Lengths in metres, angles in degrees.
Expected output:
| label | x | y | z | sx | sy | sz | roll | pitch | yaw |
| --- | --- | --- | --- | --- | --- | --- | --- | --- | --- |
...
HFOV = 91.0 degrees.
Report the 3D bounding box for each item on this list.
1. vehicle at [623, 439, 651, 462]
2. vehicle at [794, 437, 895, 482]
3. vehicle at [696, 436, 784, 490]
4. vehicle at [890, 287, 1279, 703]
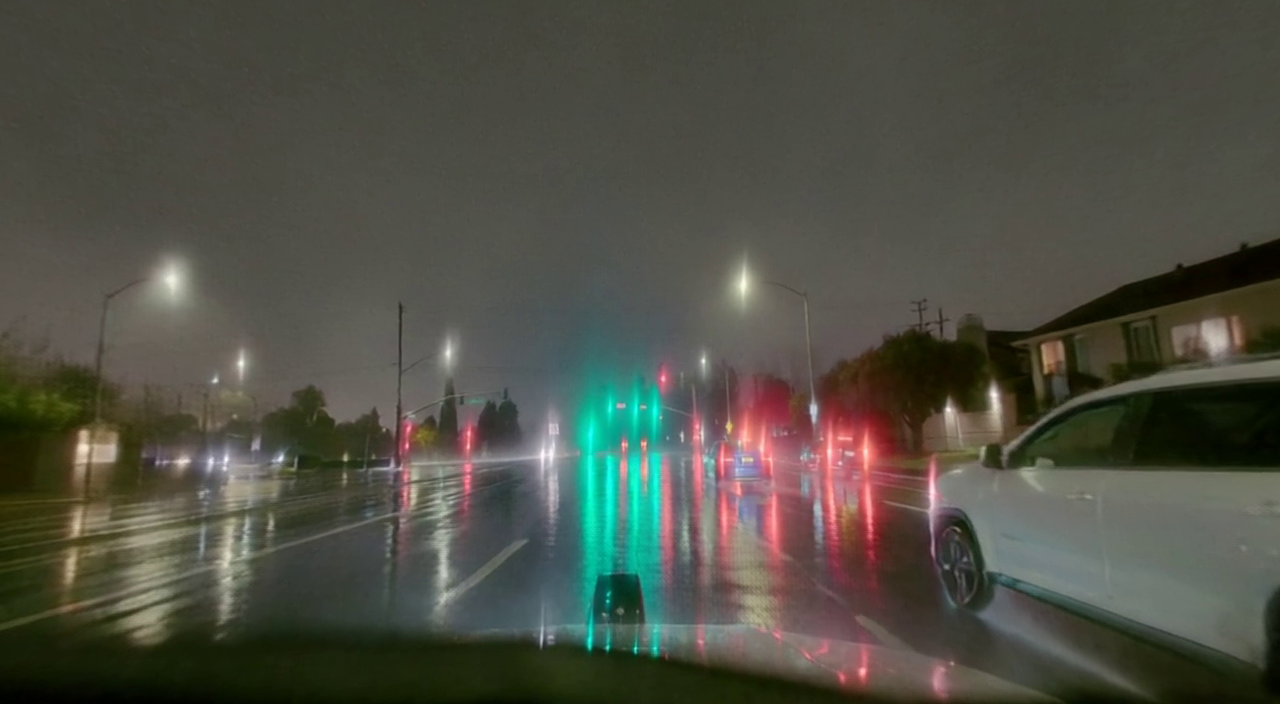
| label | x | y | z | sx | sy | sz | roll | pitch | yaw |
| --- | --- | --- | --- | --- | --- | --- | --- | --- | --- |
| vehicle | -0.258 | 7.662 | 49.151 | 2.146 | 1.685 | 4.003 | 0 | -9 | -1 |
| vehicle | 7.201 | 3.842 | 22.746 | 2.010 | 1.421 | 4.586 | 0 | -9 | -2 |
| vehicle | 2.883 | 3.313 | 19.073 | 1.889 | 1.451 | 4.180 | 0 | -9 | -1 |
| vehicle | 3.097 | 0.788 | 2.694 | 2.129 | 1.761 | 4.610 | 0 | -9 | 0 |
